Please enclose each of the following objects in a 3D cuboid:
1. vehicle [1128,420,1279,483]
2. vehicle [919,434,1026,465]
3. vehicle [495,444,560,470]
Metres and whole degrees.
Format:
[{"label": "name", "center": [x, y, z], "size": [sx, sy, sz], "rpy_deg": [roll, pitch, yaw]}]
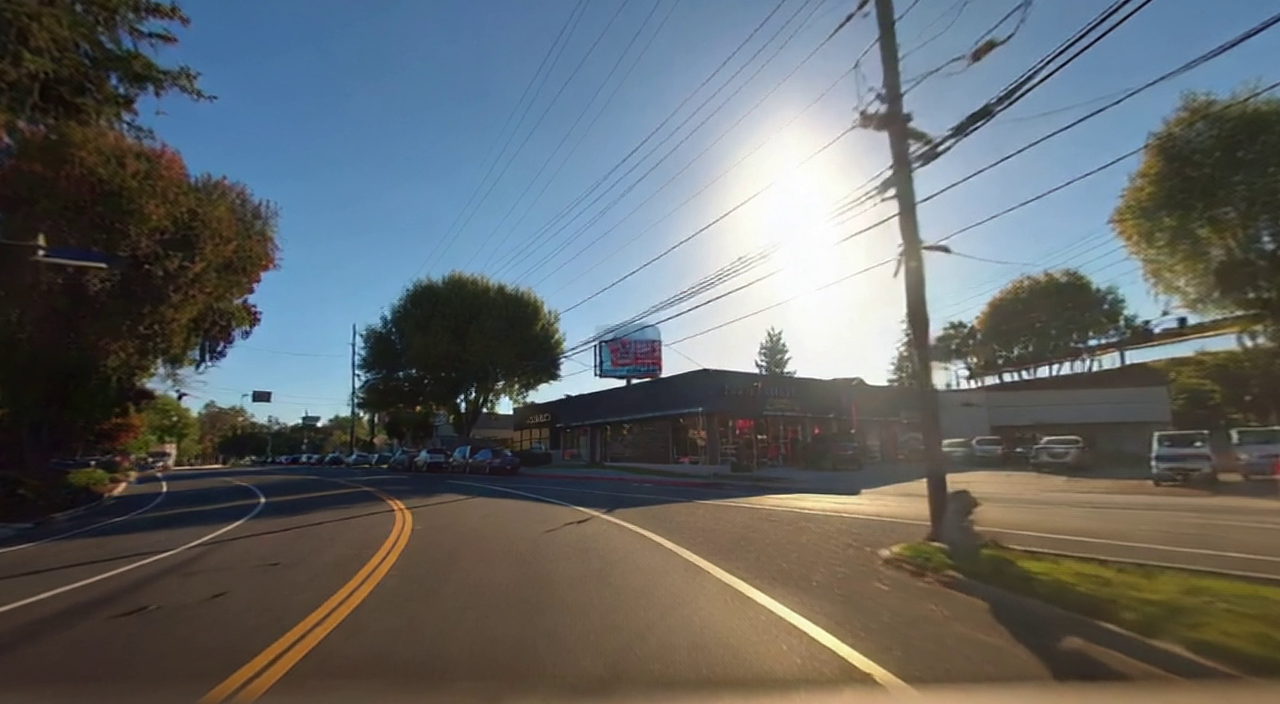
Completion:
[{"label": "vehicle", "center": [17.898, 2.976, 19.006], "size": [4.543, 1.744, 2.164], "rpy_deg": [0, -8, -3]}, {"label": "vehicle", "center": [17.247, 5.071, 32.801], "size": [4.454, 1.504, 1.970], "rpy_deg": [0, -8, -2]}, {"label": "vehicle", "center": [-7.092, 6.705, 40.397], "size": [2.074, 1.526, 4.853], "rpy_deg": [-3, -9, 17]}]
